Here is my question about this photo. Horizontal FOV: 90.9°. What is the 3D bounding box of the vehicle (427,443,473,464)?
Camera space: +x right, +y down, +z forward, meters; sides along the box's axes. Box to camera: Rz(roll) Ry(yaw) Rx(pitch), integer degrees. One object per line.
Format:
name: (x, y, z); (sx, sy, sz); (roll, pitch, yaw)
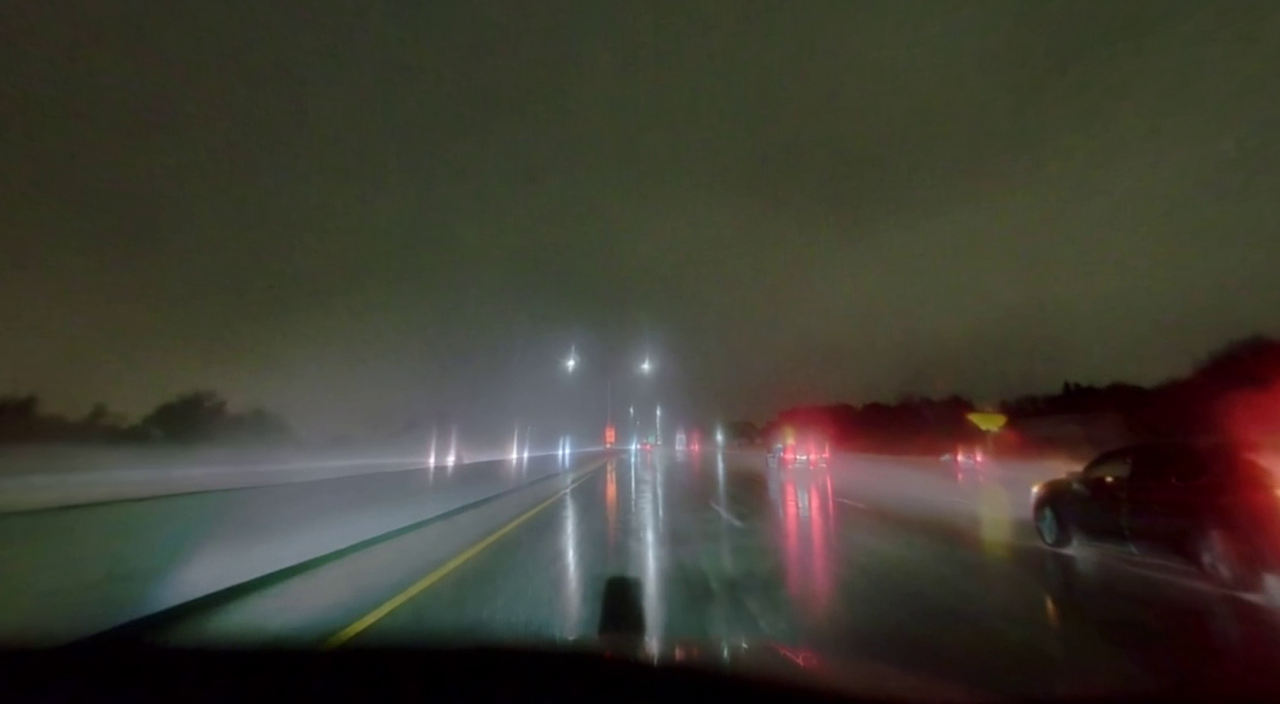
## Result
vehicle: (-14.713, 7.908, 49.118); (2.080, 1.522, 4.585); (0, -8, 0)

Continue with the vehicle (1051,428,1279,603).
vehicle: (6.675, 1.517, 6.105); (2.093, 1.525, 4.865); (0, -8, 0)
